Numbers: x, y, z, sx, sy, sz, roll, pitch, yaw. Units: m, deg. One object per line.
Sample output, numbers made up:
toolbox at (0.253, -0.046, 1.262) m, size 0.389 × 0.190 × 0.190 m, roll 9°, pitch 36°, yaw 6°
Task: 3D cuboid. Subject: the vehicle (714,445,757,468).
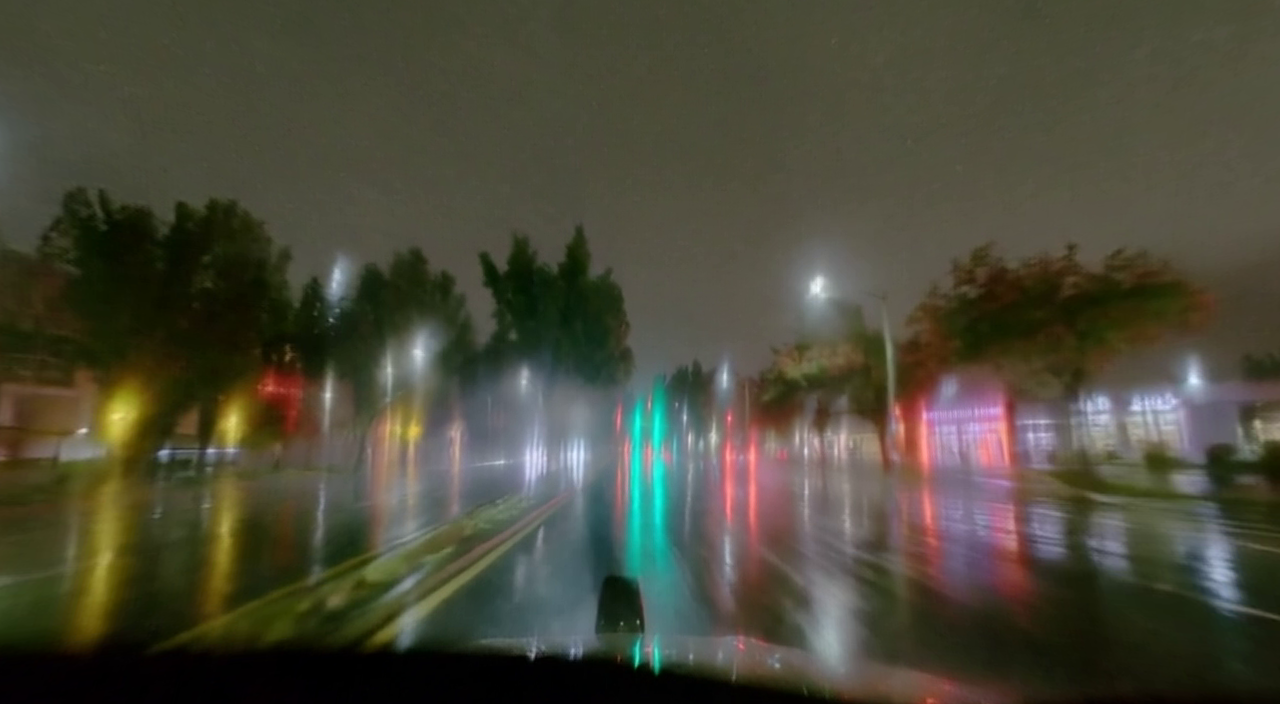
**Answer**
vehicle at (6.346, 6.998, 42.477) m, size 2.024 × 1.475 × 4.600 m, roll 0°, pitch -9°, yaw -2°
